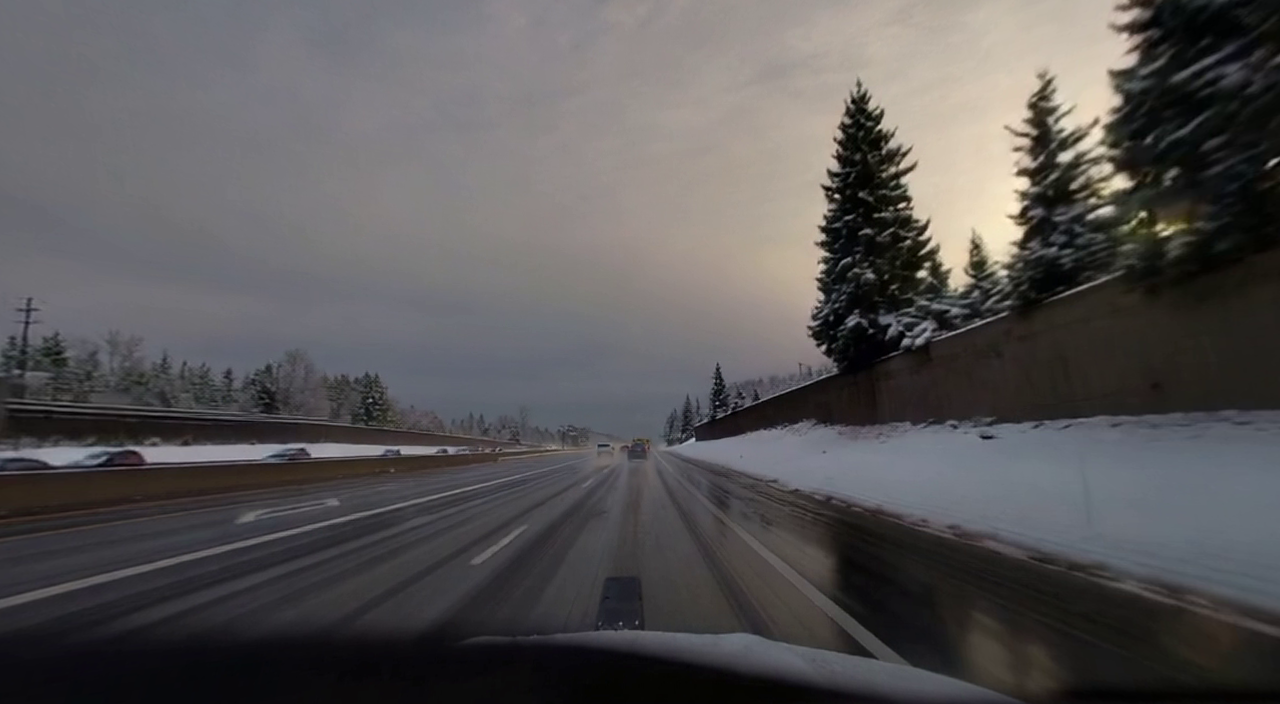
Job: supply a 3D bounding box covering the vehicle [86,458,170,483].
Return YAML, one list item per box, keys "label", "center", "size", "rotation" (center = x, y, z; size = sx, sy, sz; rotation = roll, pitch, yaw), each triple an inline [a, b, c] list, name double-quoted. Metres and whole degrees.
- label: "vehicle"
  center: [-33.392, 7.716, 41.239]
  size: [1.825, 1.496, 4.423]
  rotation: [0, -9, 0]

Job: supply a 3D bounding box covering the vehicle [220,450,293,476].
- label: "vehicle"
  center: [-26.168, 7.581, 43.217]
  size: [2.023, 1.625, 4.651]
  rotation: [0, -9, 1]
